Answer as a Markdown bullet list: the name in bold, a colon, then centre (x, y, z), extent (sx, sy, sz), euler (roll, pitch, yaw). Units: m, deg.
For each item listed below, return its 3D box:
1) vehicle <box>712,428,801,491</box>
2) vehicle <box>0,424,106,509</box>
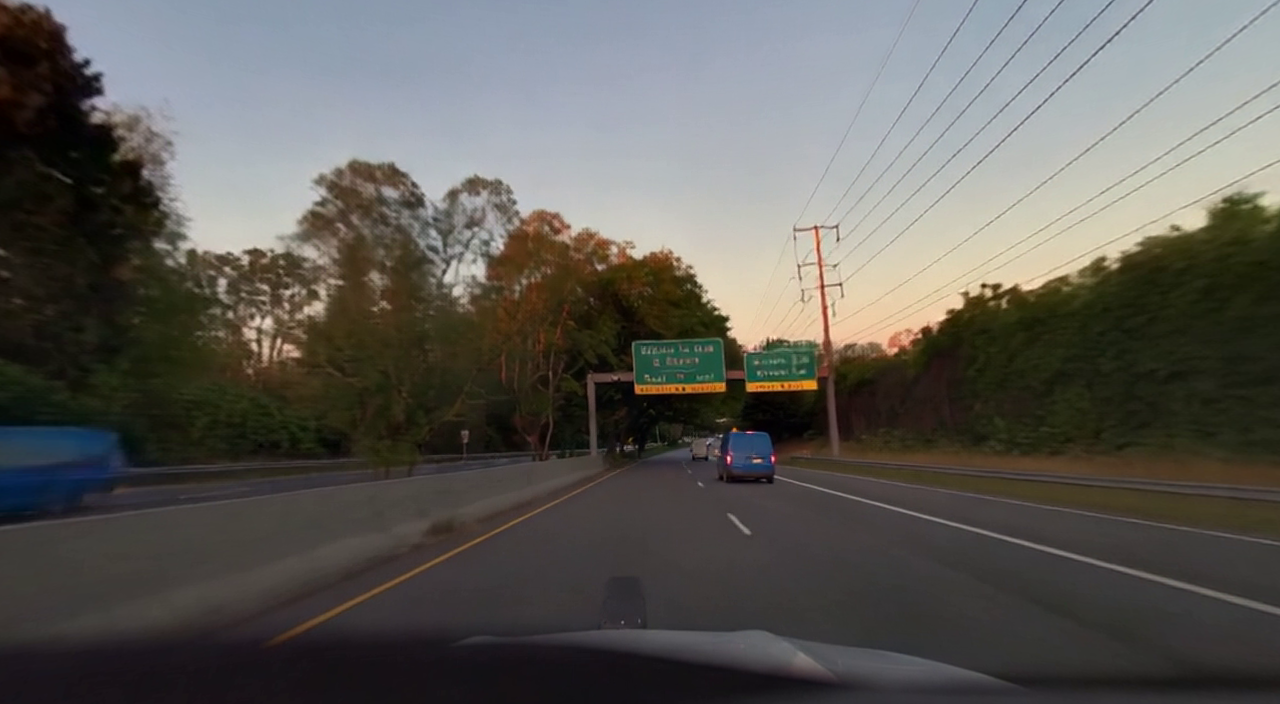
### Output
- **vehicle**: centre (3.950, 3.780, 22.370), extent (2.261, 1.969, 5.104), euler (0, -9, 1)
- **vehicle**: centre (-17.415, 3.032, 16.798), extent (2.055, 2.164, 4.594), euler (0, -9, 4)
